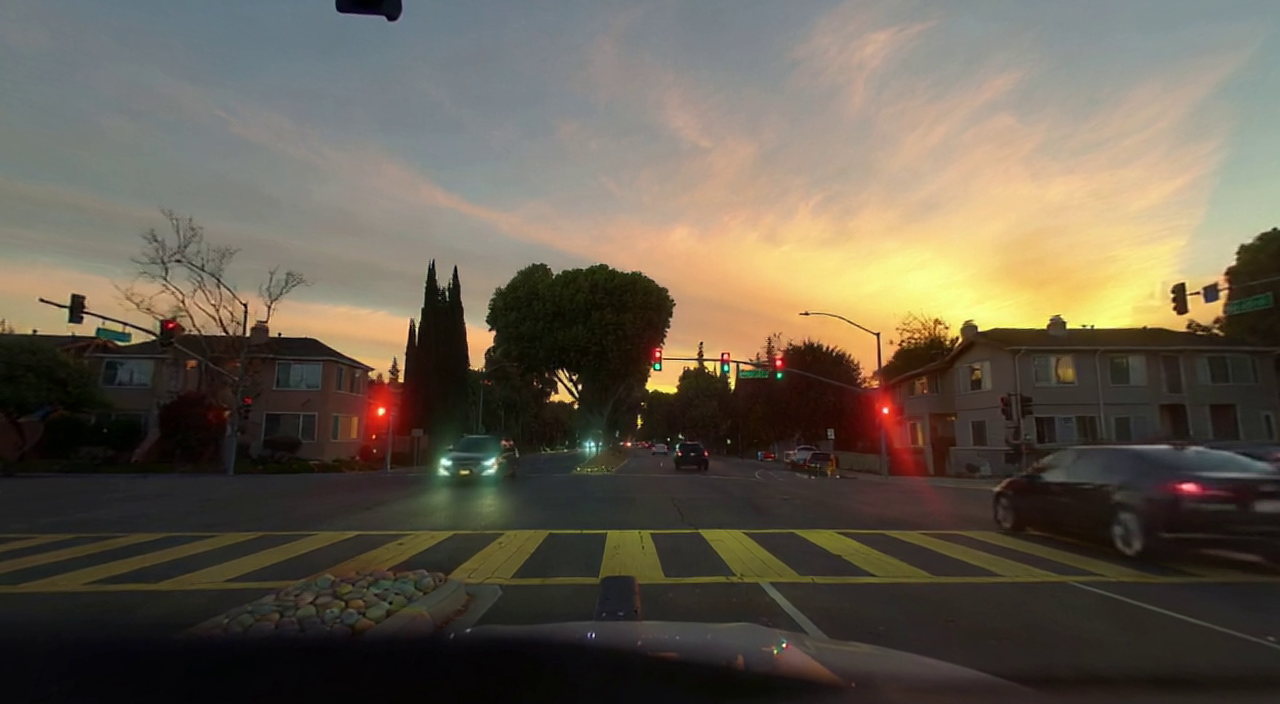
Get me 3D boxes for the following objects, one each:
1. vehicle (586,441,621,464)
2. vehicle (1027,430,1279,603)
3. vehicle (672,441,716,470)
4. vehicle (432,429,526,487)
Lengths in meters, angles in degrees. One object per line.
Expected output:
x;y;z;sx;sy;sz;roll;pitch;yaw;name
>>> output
-2.392;6.715;42.283;2.045;1.484;3.991;0;-9;0;vehicle
6.738;1.757;7.653;1.961;1.494;4.438;-2;-9;11;vehicle
2.887;5.627;34.623;1.947;1.467;4.455;0;-9;-1;vehicle
-5.123;3.443;20.723;2.025;1.704;4.104;0;-9;-1;vehicle
